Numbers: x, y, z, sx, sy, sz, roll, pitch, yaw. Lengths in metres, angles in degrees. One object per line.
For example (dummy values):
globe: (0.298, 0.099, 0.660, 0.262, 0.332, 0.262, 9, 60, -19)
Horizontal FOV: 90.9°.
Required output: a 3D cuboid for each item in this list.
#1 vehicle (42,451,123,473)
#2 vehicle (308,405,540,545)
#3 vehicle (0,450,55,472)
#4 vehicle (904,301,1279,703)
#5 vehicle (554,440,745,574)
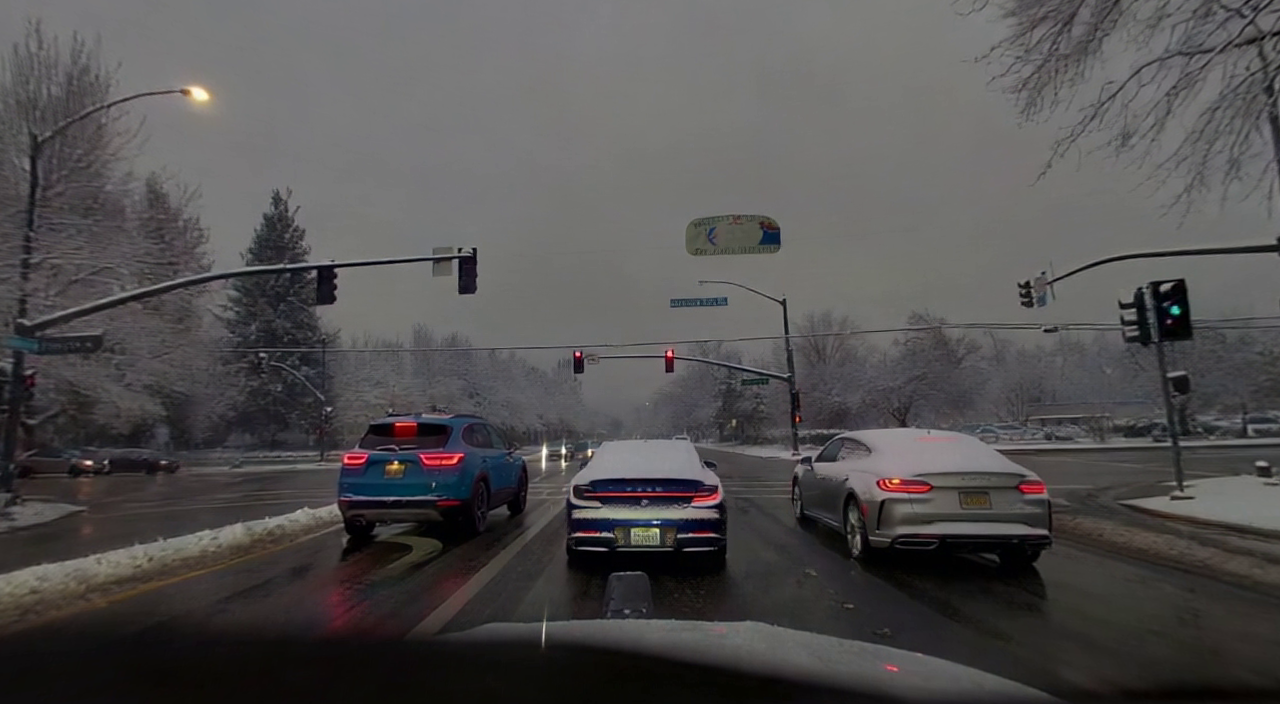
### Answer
vehicle: (-41.305, 8.155, 46.781, 4.195, 1.533, 1.752, 0, -8, -3)
vehicle: (-3.162, 1.941, 10.564, 2.061, 1.781, 4.842, 0, -8, 1)
vehicle: (-46.160, 7.956, 46.164, 4.545, 1.558, 1.833, 0, -8, -4)
vehicle: (3.098, 0.805, 2.518, 2.143, 1.759, 4.531, 0, -8, 1)
vehicle: (0.113, 1.866, 8.385, 1.945, 1.343, 3.827, 0, -8, 1)
